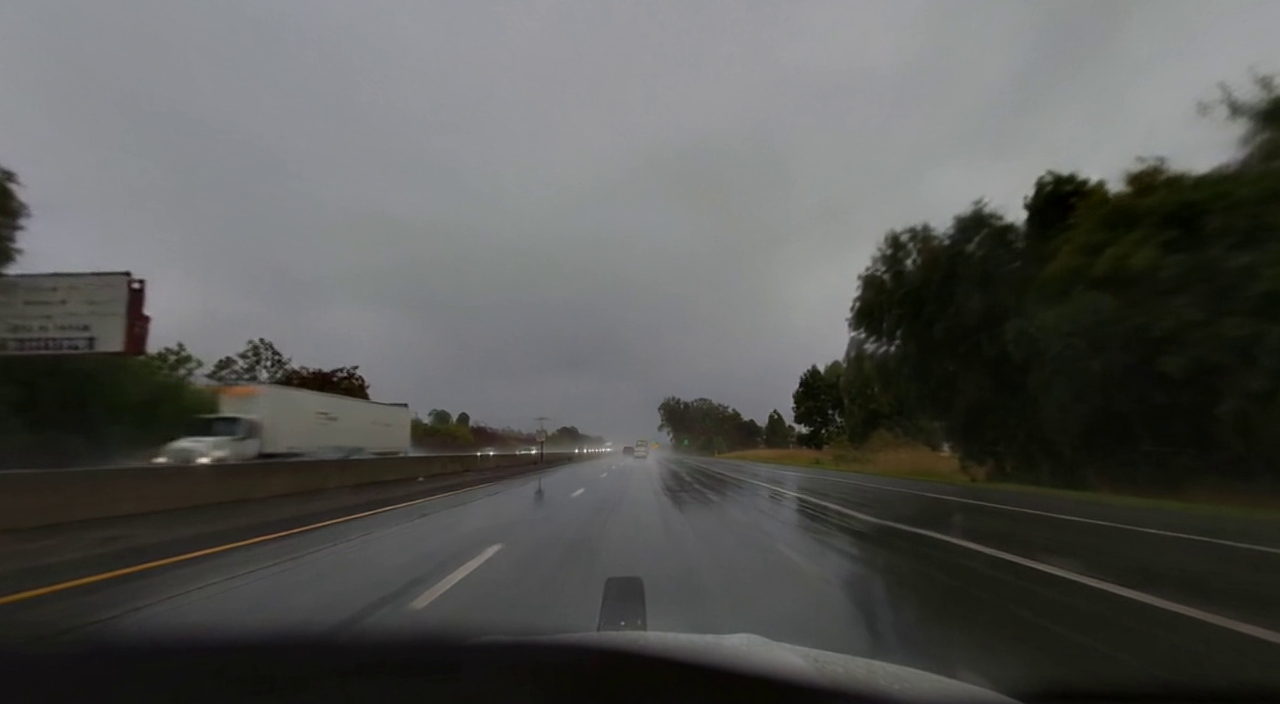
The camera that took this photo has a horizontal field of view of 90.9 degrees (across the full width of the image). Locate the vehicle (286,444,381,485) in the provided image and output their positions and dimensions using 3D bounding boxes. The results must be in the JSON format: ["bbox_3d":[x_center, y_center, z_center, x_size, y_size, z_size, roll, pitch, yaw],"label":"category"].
[{"bbox_3d":[-12.346,4.549,25.716,1.824,1.517,3.985,0,-9,0],"label":"vehicle"}]

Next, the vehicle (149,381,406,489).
[{"bbox_3d":[-16.424,4.346,31.543,2.992,3.968,16.690,0,-9,0],"label":"vehicle"}]
